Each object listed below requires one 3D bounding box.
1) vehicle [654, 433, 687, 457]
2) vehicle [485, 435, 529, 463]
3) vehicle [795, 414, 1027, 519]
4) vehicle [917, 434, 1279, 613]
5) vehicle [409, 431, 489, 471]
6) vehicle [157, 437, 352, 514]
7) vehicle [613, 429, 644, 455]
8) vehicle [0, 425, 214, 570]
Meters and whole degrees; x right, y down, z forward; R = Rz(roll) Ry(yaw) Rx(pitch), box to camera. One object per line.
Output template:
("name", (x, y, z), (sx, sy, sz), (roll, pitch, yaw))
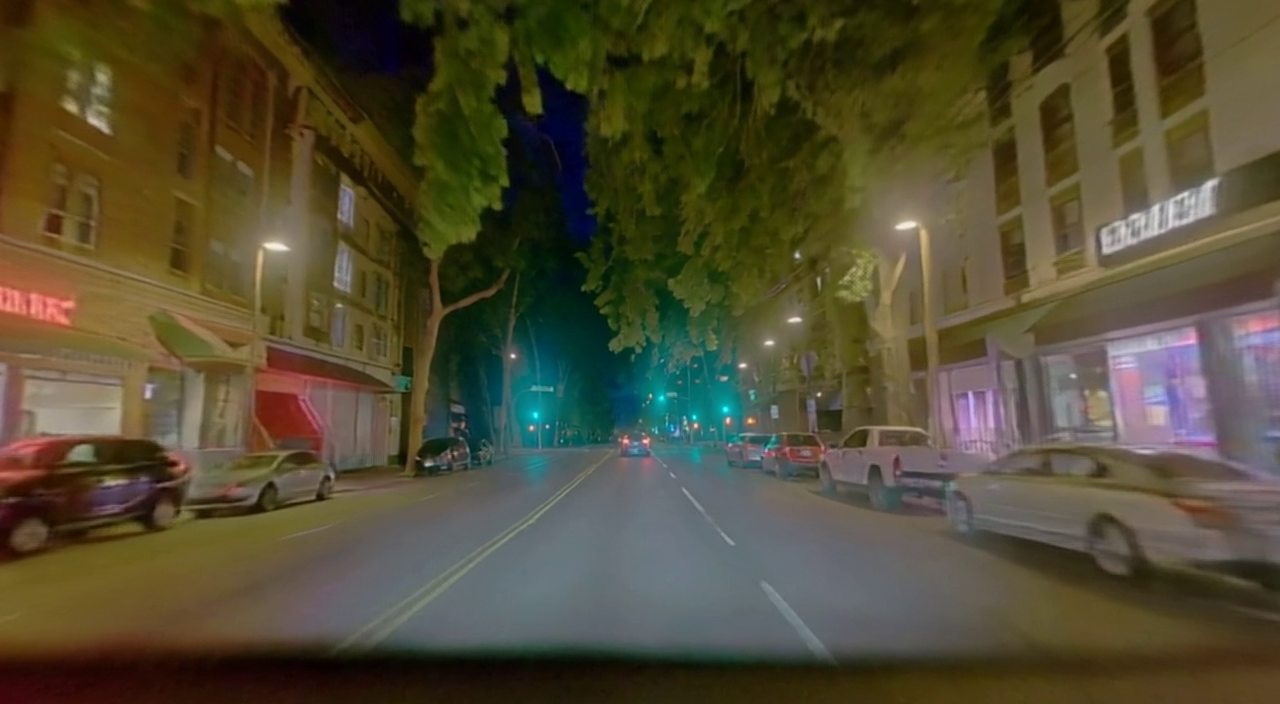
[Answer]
("vehicle", (2.049, 6.398, 43.662), (1.998, 1.580, 4.015), (0, -8, -1))
("vehicle", (-10.046, 7.388, 48.221), (2.048, 1.985, 6.011), (0, -8, 0))
("vehicle", (5.564, 2.442, 14.279), (2.293, 1.830, 6.070), (0, -8, -3))
("vehicle", (5.588, 1.762, 7.818), (2.089, 1.459, 4.930), (0, -7, 0))
("vehicle", (-9.678, 5.081, 32.634), (2.305, 1.883, 5.580), (0, -8, 1))
("vehicle", (-10.105, 3.214, 17.318), (1.988, 1.718, 5.661), (0, -8, -2))
("vehicle", (-0.855, 6.867, 48.295), (2.301, 1.854, 4.919), (0, -8, -1))
("vehicle", (-10.077, 2.350, 11.084), (2.020, 2.013, 4.758), (0, -8, -3))
